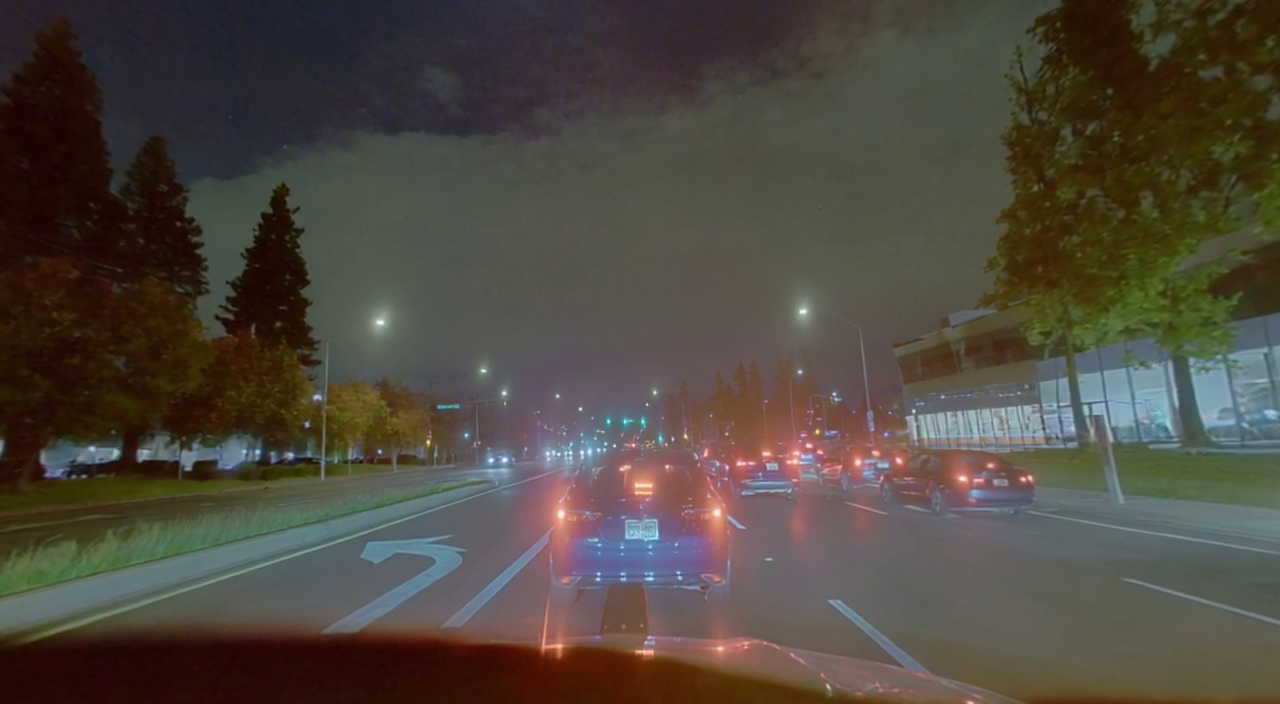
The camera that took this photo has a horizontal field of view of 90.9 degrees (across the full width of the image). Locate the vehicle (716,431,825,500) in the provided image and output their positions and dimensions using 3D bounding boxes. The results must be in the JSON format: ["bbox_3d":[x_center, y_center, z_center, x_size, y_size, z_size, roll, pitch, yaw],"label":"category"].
[{"bbox_3d":[3.610,3.221,18.391,2.114,1.736,4.553,0,-8,-1],"label":"vehicle"}]

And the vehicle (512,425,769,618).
[{"bbox_3d":[-0.024,1.626,7.105,1.977,1.465,4.376,0,-8,-1],"label":"vehicle"}]

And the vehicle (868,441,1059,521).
[{"bbox_3d":[6.872,2.751,14.063,1.911,1.468,4.417,0,-8,0],"label":"vehicle"}]
